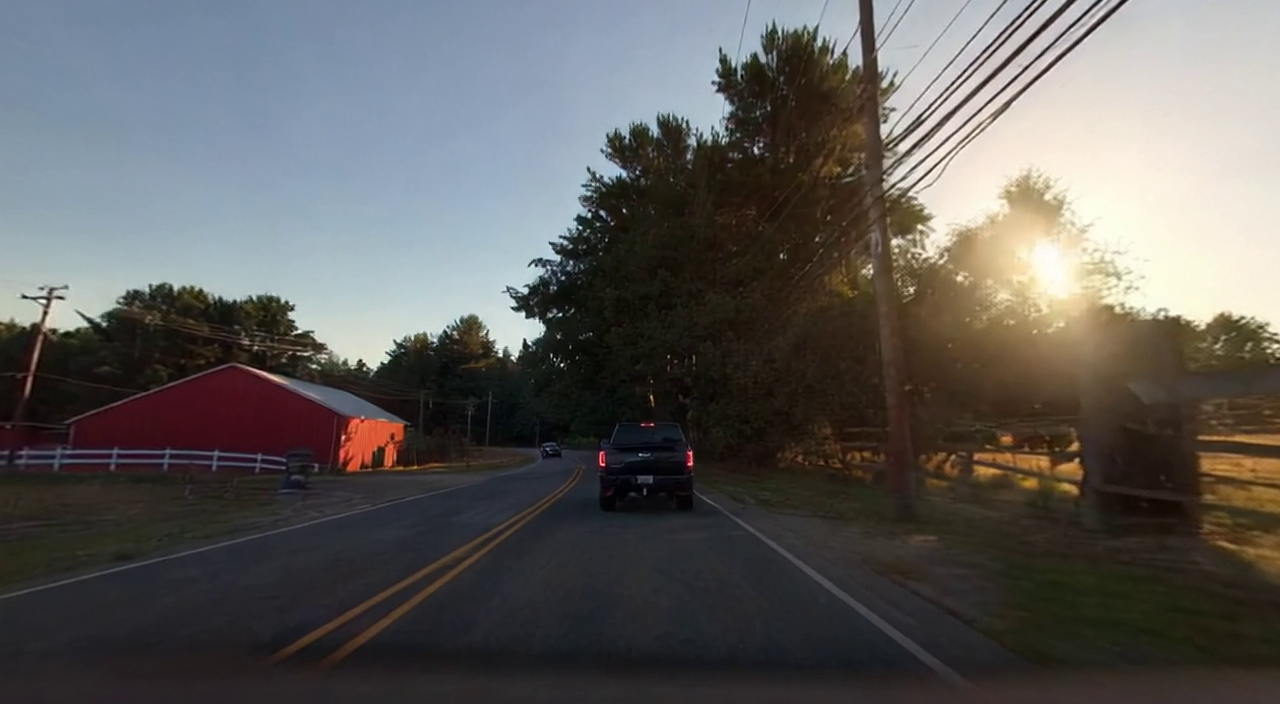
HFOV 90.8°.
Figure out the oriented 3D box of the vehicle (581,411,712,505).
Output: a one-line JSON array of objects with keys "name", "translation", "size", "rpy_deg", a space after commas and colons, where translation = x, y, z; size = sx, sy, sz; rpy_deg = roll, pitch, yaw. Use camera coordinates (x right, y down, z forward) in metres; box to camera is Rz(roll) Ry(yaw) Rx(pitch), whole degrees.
[{"name": "vehicle", "translation": [0.007, 2.662, 16.288], "size": [2.693, 1.941, 6.356], "rpy_deg": [0, -9, -2]}]
